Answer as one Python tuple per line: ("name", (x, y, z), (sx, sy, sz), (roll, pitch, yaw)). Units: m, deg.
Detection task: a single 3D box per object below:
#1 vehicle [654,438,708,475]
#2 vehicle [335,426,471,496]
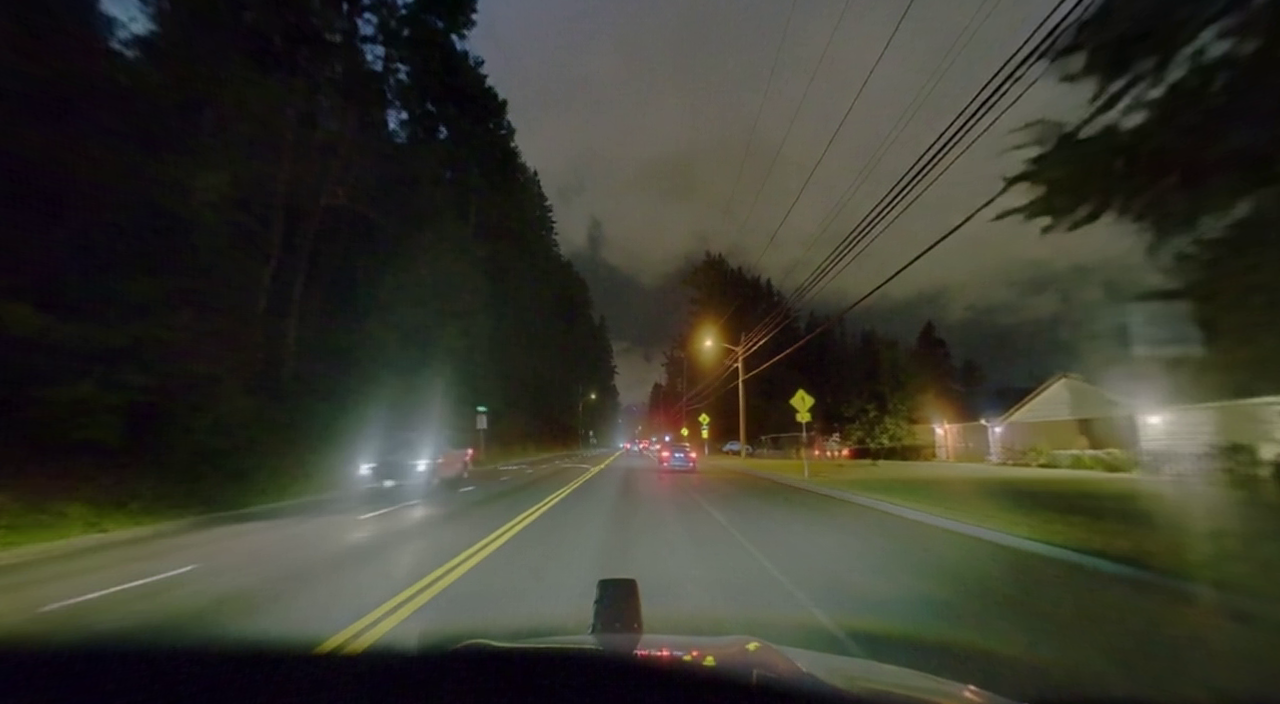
("vehicle", (1.711, 4.537, 27.562), (1.975, 1.497, 3.647), (1, -8, -2))
("vehicle", (-7.046, 3.308, 19.418), (2.352, 1.857, 4.690), (0, -8, 0))
